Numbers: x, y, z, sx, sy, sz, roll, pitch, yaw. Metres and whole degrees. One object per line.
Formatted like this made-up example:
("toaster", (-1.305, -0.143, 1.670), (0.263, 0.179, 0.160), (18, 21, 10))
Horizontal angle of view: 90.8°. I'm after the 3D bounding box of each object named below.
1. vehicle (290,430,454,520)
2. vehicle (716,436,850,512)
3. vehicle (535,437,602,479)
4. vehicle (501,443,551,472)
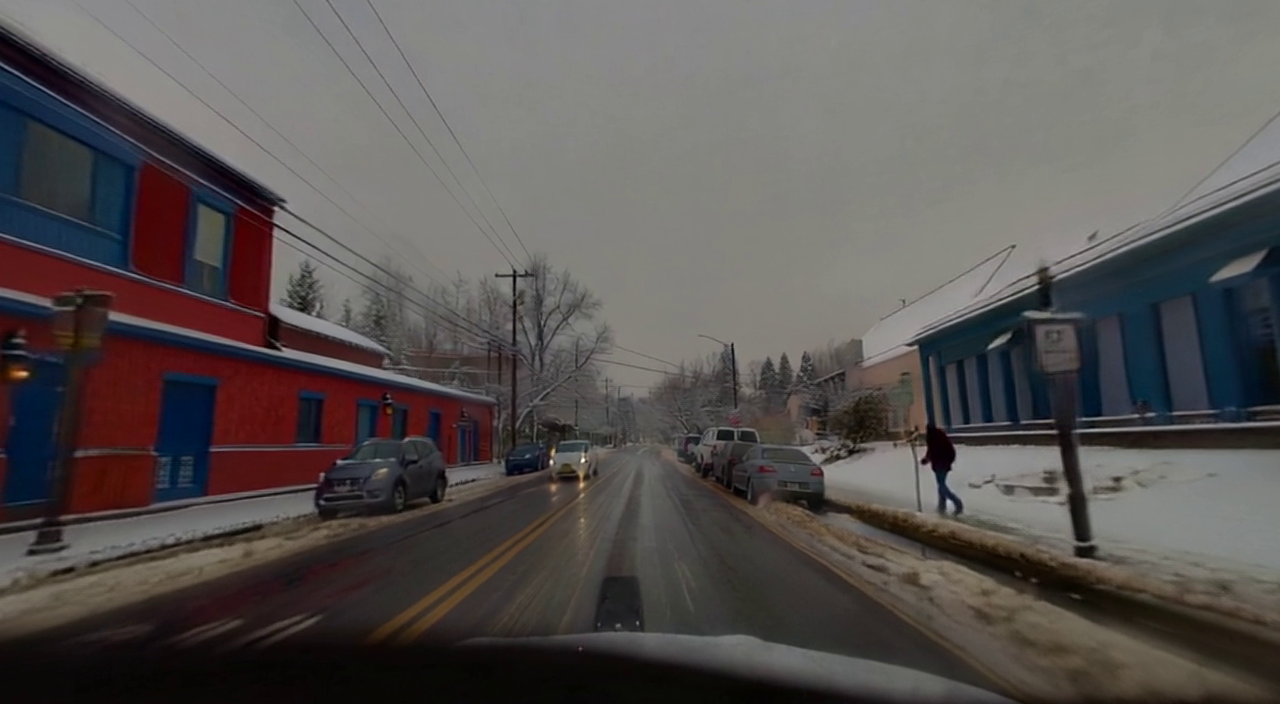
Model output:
("vehicle", (-6.351, 2.894, 15.601), (2.140, 1.746, 4.385), (-4, -7, 0))
("vehicle", (3.098, 2.734, 14.749), (1.966, 1.471, 4.552), (0, -8, -1))
("vehicle", (-2.750, 4.204, 25.353), (2.036, 1.515, 4.437), (-1, -8, 2))
("vehicle", (-6.289, 5.852, 35.356), (1.844, 1.486, 4.474), (-1, -8, 2))
